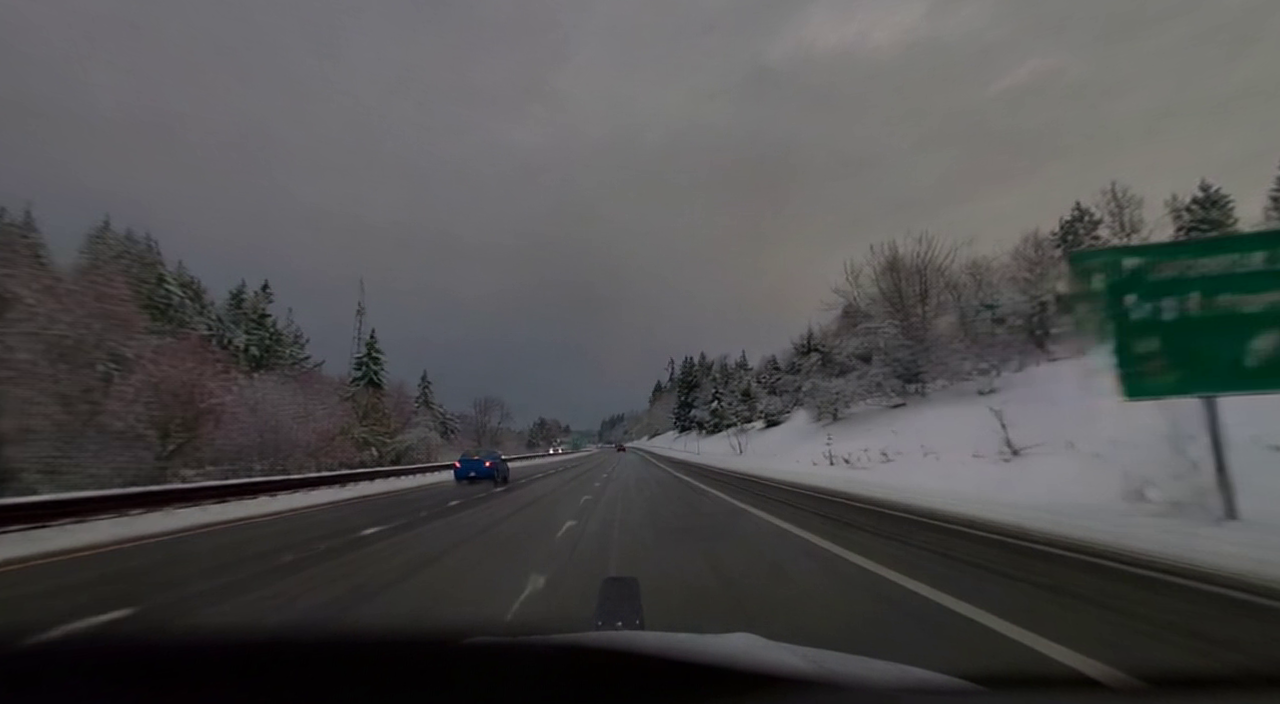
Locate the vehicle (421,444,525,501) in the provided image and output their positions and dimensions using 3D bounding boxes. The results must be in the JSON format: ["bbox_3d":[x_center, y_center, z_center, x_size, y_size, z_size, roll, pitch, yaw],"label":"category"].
[{"bbox_3d":[-4.976,3.640,19.428,2.121,1.537,3.852,0,-9,0],"label":"vehicle"}]
